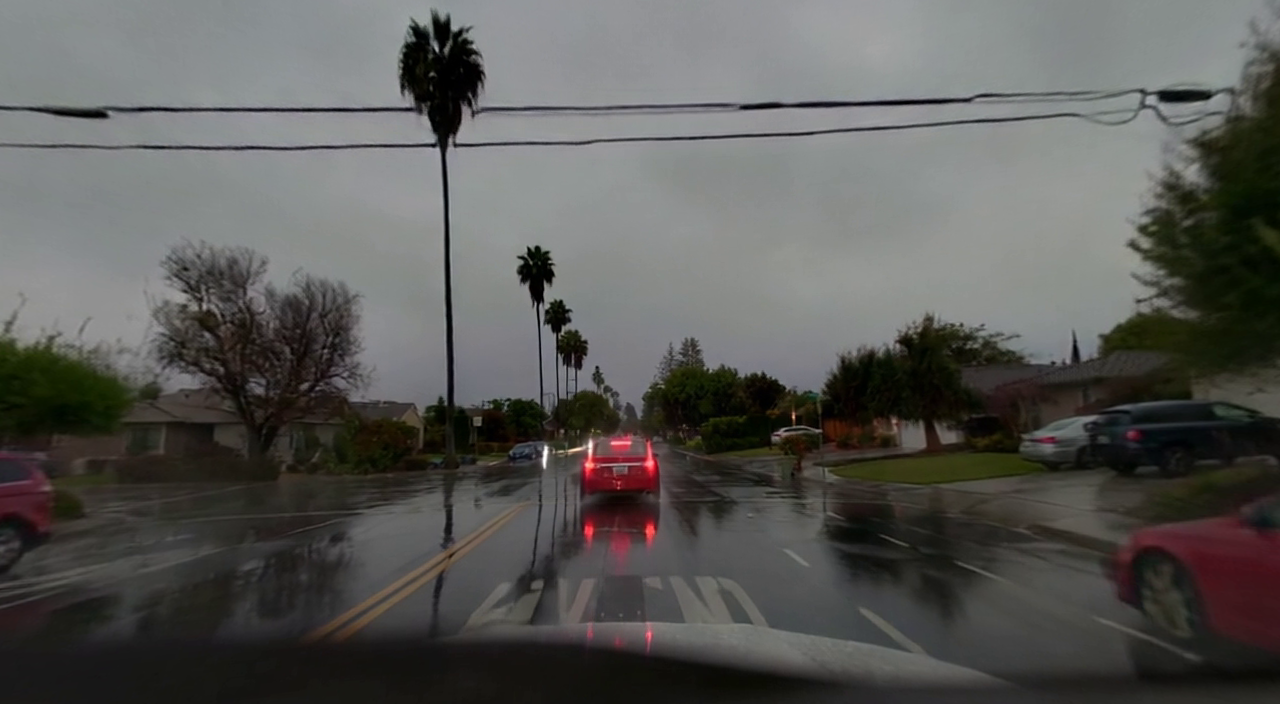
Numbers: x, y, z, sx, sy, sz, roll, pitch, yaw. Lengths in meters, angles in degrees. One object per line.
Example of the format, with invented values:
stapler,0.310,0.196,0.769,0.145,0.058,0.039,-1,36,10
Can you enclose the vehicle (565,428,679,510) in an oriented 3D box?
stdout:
vehicle,-0.373,2.470,13.745,2.098,1.483,4.099,0,-9,-1

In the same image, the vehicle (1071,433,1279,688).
vehicle,4.829,1.113,2.891,2.013,1.501,5.235,0,-9,0

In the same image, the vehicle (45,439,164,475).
vehicle,-29.497,5.767,35.044,1.918,1.821,4.769,-2,-9,10

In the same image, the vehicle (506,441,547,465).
vehicle,-8.192,7.312,46.056,2.069,1.441,4.368,-3,-7,1
